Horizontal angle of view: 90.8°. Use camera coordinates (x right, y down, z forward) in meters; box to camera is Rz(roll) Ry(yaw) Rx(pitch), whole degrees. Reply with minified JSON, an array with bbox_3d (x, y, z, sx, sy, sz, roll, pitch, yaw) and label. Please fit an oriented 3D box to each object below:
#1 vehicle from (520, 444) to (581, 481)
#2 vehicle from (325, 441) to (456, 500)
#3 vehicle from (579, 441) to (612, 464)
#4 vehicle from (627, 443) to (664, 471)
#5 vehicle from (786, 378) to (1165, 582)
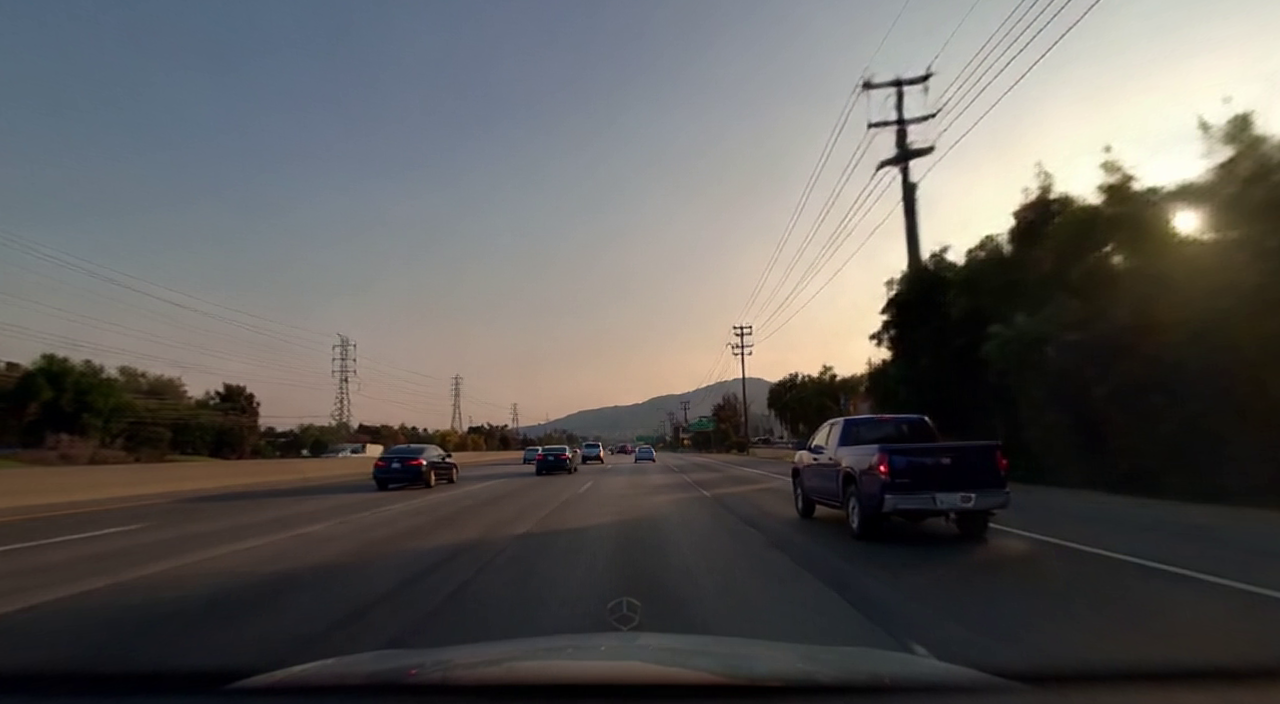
[{"bbox_3d":[-3.713,4.665,26.930,1.938,1.444,4.206,0,-8,0],"label":"vehicle"},{"bbox_3d":[-7.166,3.432,18.799,1.959,1.496,4.740,0,-8,0],"label":"vehicle"},{"bbox_3d":[-3.444,7.864,49.568,2.244,1.752,4.439,0,-8,0],"label":"vehicle"},{"bbox_3d":[0.296,5.994,36.216,2.030,1.471,4.115,0,-8,0],"label":"vehicle"},{"bbox_3d":[3.779,1.583,8.599,2.231,1.919,5.086,0,-8,-1],"label":"vehicle"}]
